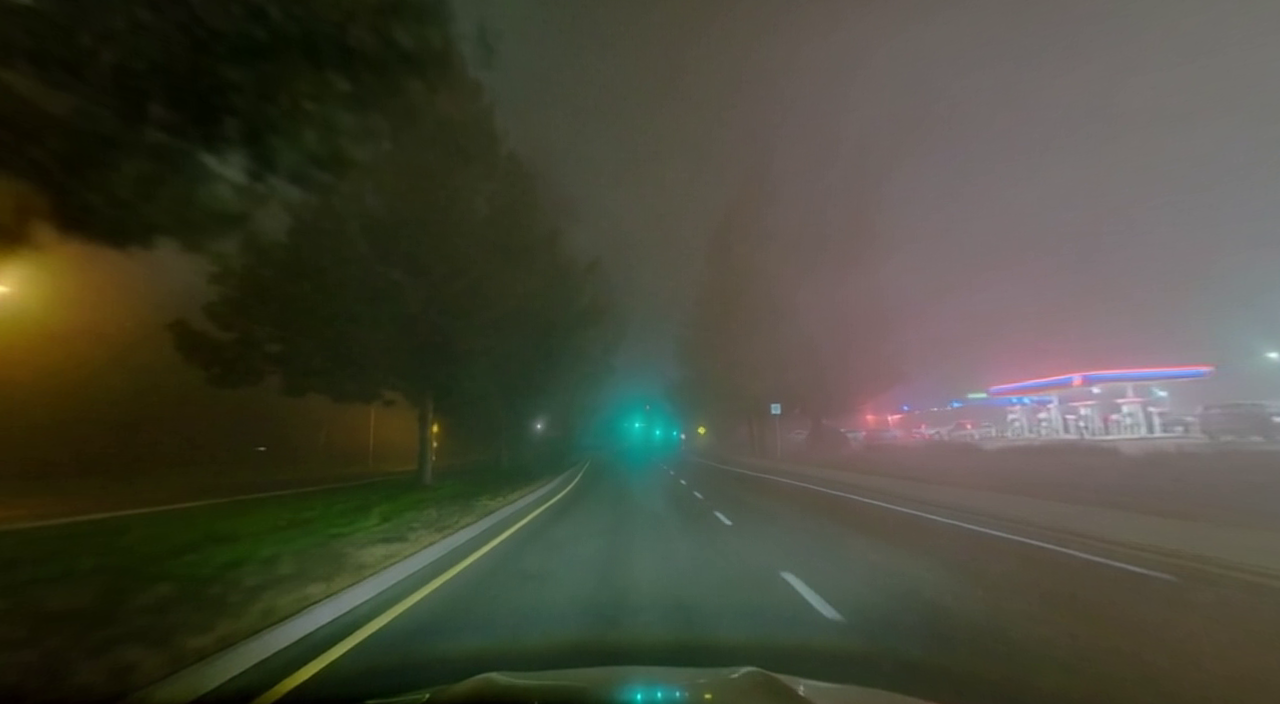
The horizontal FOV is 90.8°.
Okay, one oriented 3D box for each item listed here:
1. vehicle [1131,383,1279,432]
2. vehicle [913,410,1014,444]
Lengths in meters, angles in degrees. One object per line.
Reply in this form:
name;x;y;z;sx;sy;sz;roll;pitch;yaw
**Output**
vehicle;20.741;2.133;23.279;1.828;1.483;4.251;1;-9;-1
vehicle;21.096;4.915;41.373;5.483;1.801;2.202;4;-8;0
